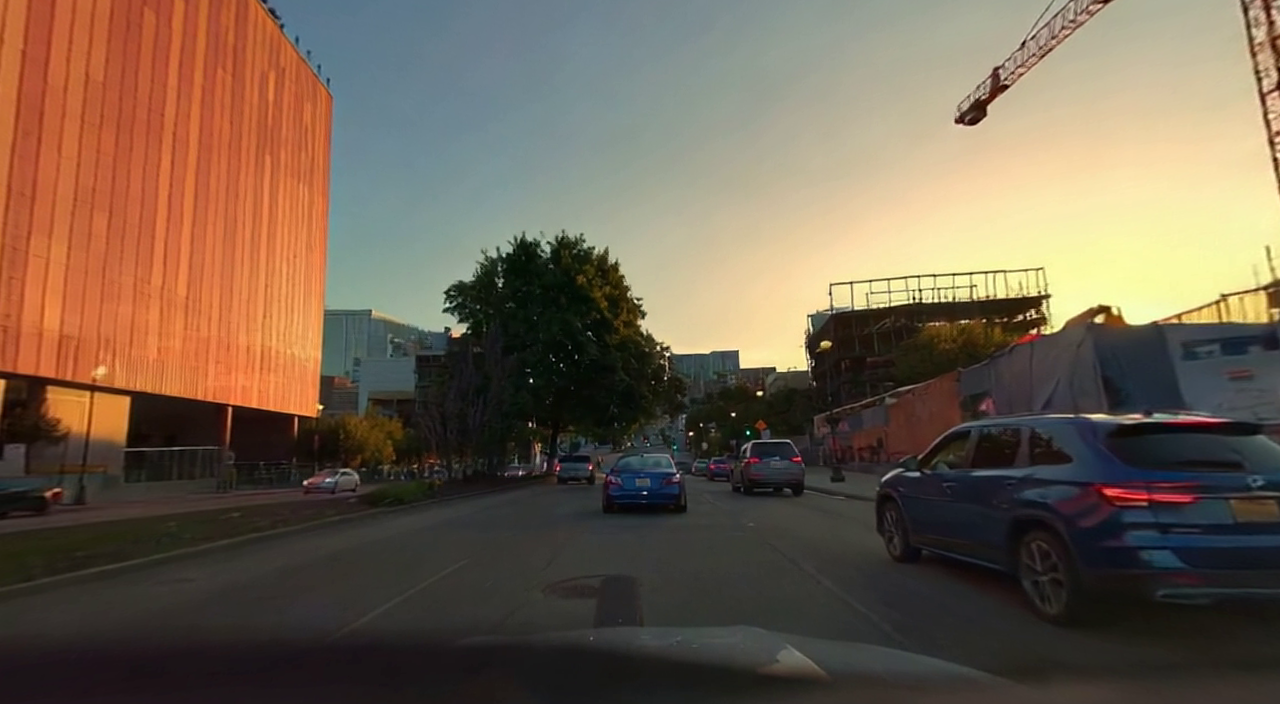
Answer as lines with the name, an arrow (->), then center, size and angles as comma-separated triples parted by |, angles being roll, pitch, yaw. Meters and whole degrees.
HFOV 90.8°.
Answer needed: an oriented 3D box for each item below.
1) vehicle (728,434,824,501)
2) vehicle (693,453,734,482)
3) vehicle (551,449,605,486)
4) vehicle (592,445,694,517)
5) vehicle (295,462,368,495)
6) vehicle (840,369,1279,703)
vehicle -> 4.244, 3.682, 20.580 | 2.124, 1.896, 4.914 | 0, -8, 1
vehicle -> 4.467, 7.072, 39.006 | 2.115, 1.636, 4.104 | 0, -8, 2
vehicle -> -3.102, 5.899, 32.554 | 2.201, 1.691, 4.305 | 0, -8, 2
vehicle -> 0.116, 3.021, 15.404 | 2.131, 1.496, 4.193 | 0, -8, 2
vehicle -> -18.537, 7.595, 38.237 | 2.021, 1.740, 4.444 | 0, -8, 2
vehicle -> 3.771, 1.349, 5.899 | 2.185, 1.797, 4.934 | 0, -8, 0
